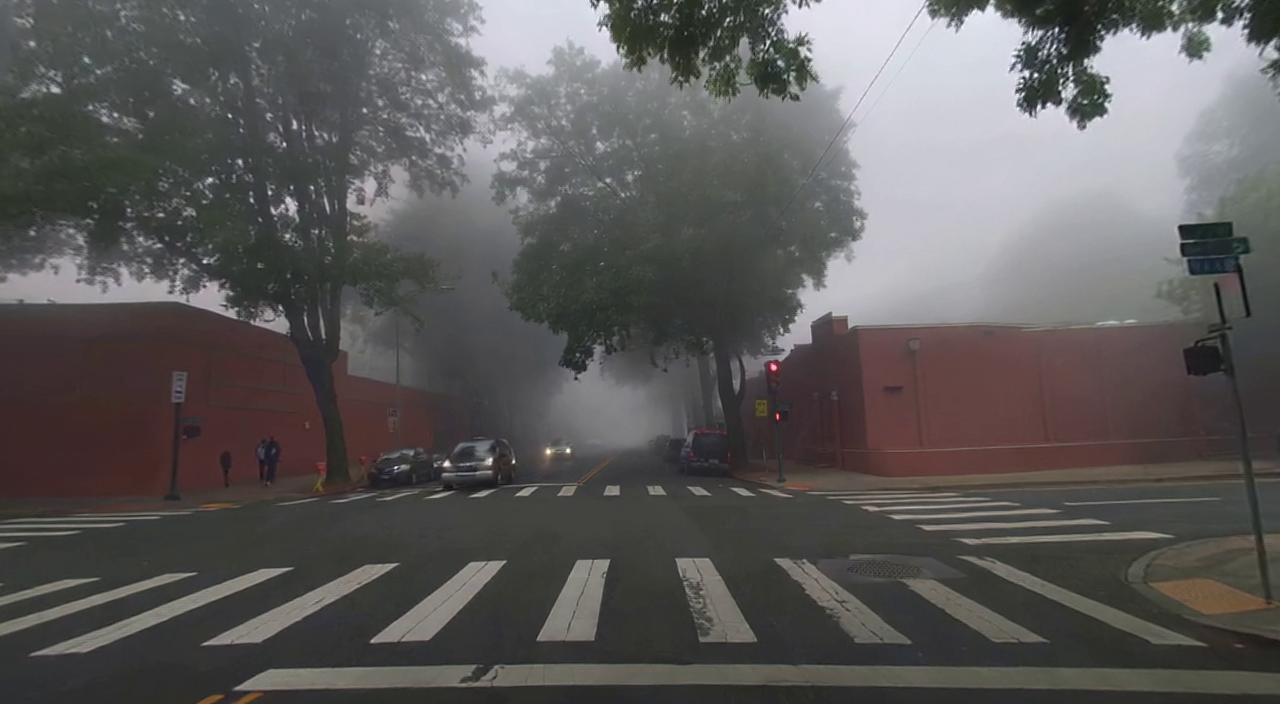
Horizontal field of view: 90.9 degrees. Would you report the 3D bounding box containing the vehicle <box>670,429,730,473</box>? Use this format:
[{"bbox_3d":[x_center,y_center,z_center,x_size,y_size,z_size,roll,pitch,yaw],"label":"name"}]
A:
[{"bbox_3d":[3.101,5.305,34.008,2.557,2.188,5.164,0,-8,-2],"label":"vehicle"}]

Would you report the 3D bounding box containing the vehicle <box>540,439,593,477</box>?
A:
[{"bbox_3d":[-3.258,4.786,28.694,2.033,1.596,4.142,0,-8,-2],"label":"vehicle"}]

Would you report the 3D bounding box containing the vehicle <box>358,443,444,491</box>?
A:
[{"bbox_3d":[-9.917,4.751,26.580,2.216,1.804,4.526,1,-8,-6],"label":"vehicle"}]

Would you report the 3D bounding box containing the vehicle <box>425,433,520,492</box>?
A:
[{"bbox_3d":[-5.866,3.920,22.846,2.242,1.887,4.924,0,-8,-2],"label":"vehicle"}]
